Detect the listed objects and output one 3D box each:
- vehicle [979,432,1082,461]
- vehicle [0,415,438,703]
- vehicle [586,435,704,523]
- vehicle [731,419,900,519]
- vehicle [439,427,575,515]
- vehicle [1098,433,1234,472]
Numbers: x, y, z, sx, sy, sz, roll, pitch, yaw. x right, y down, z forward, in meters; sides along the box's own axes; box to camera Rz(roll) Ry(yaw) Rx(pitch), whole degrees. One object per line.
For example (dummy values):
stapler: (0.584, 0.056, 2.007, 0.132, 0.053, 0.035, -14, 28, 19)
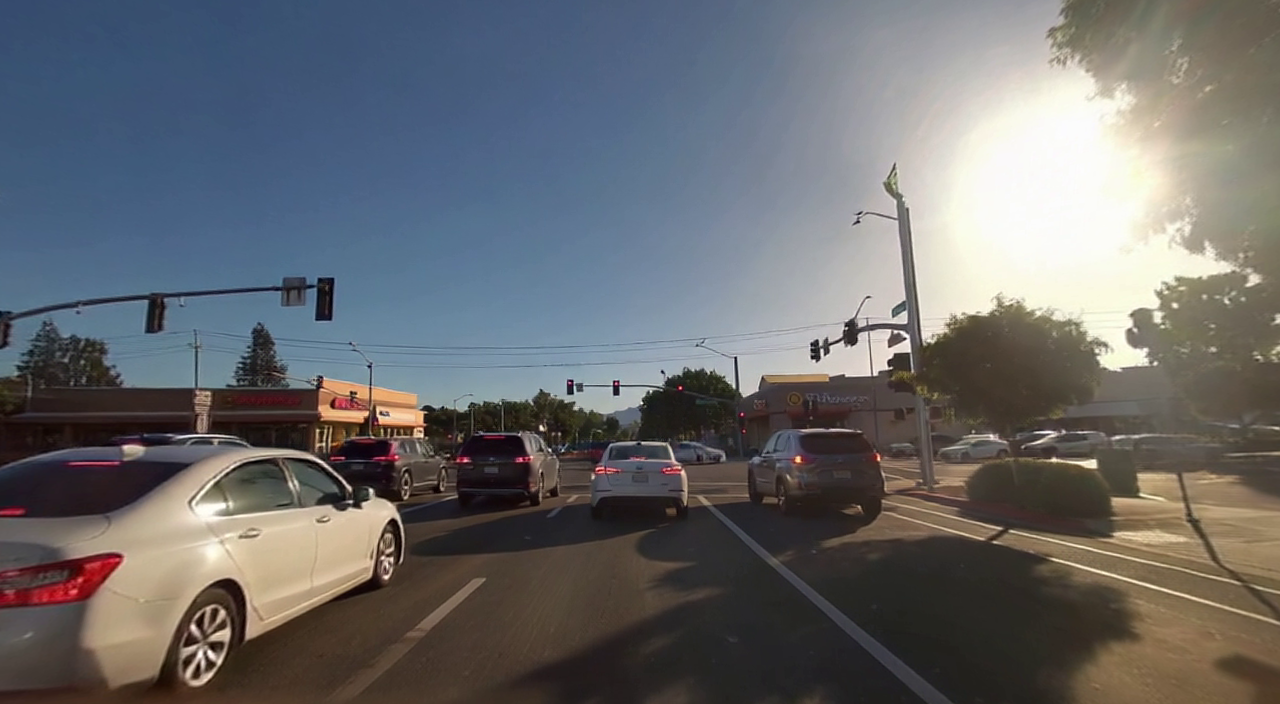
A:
vehicle: (23.313, 5.669, 37.752, 4.781, 1.700, 1.986, 0, -9, 1)
vehicle: (-3.334, 1.348, 4.908, 2.014, 1.472, 4.357, 0, -9, 1)
vehicle: (0.126, 2.503, 12.909, 2.032, 1.499, 3.994, 0, -9, 1)
vehicle: (3.311, 2.331, 12.962, 2.076, 1.691, 4.402, 0, -9, -2)
vehicle: (-2.824, 2.653, 14.432, 2.072, 1.694, 4.070, -1, -9, 2)
vehicle: (21.795, 4.178, 26.251, 3.822, 1.514, 1.905, -1, -9, 8)
